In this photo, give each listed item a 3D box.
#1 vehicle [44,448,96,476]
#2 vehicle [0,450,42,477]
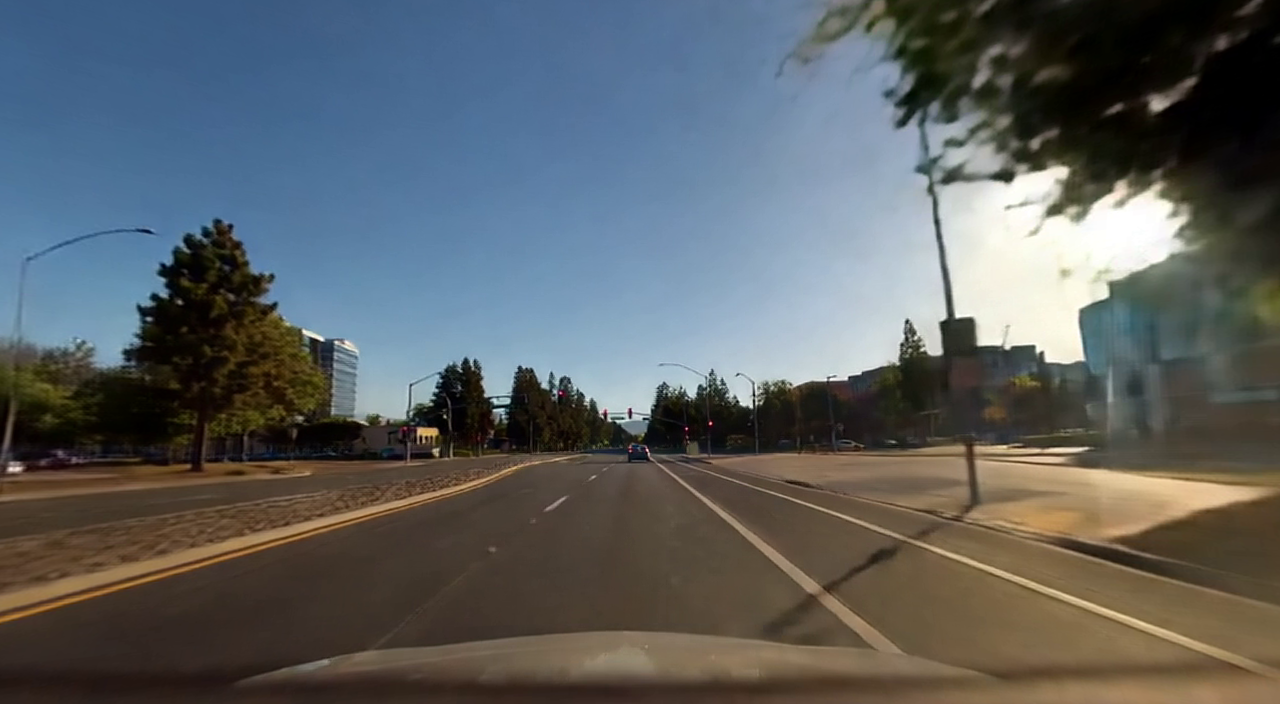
[{"bbox_3d":[-37.955,7.258,42.044,4.235,1.748,2.001,-8,-11,42],"label":"vehicle"},{"bbox_3d":[-38.185,6.826,38.826,3.758,1.545,1.763,-8,-12,44],"label":"vehicle"}]
